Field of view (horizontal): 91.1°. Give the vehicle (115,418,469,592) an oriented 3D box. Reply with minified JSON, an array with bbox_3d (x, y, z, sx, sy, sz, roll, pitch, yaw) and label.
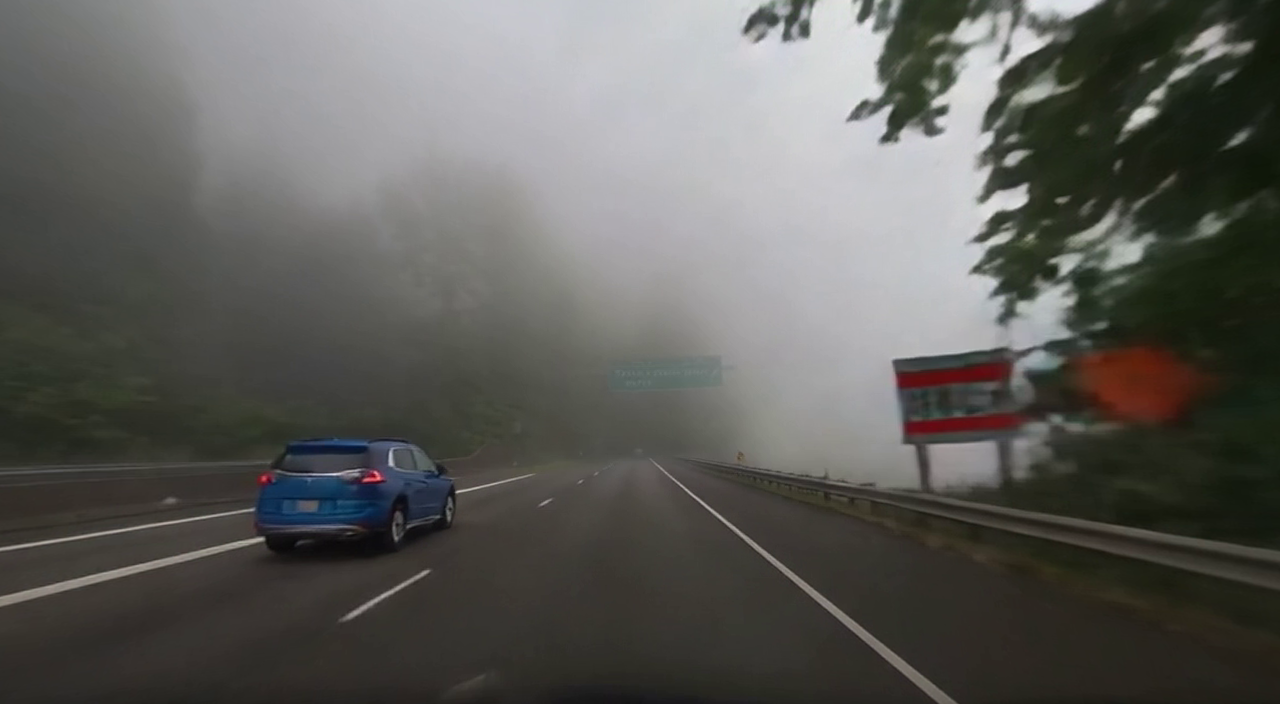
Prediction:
[{"bbox_3d":[-3.902,1.789,8.176,2.104,1.626,4.283,0,-9,0],"label":"vehicle"}]
